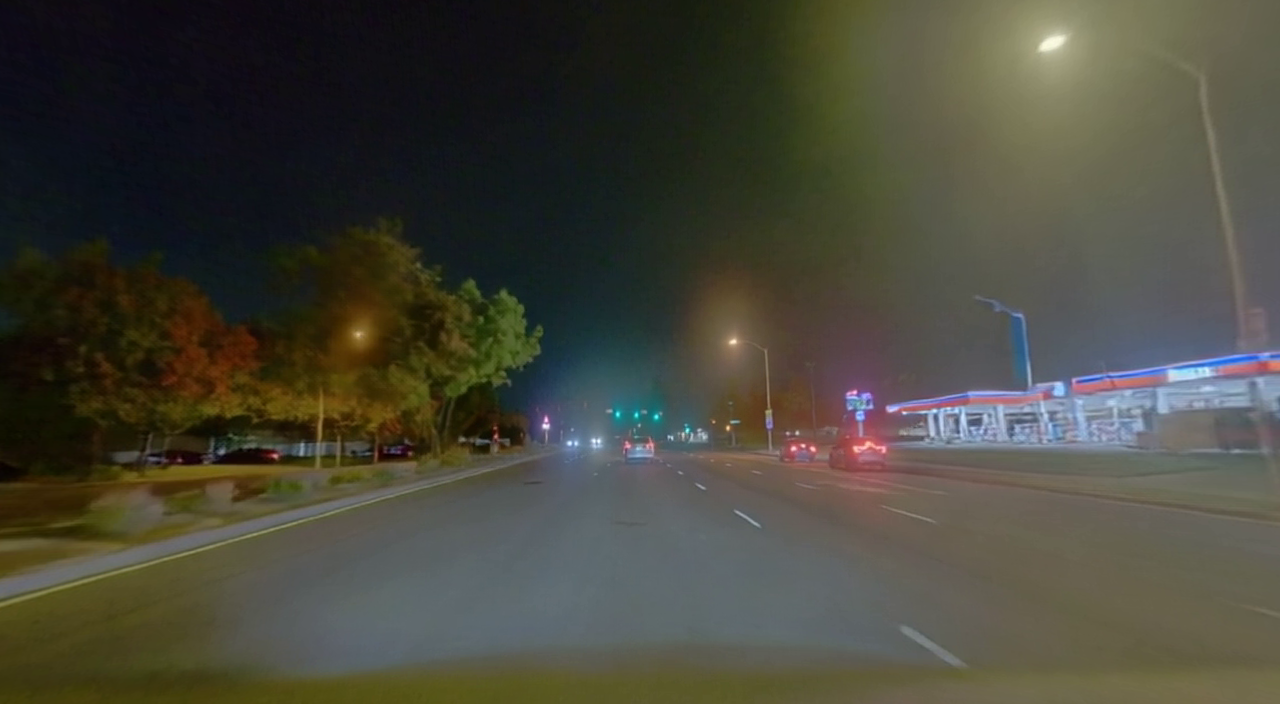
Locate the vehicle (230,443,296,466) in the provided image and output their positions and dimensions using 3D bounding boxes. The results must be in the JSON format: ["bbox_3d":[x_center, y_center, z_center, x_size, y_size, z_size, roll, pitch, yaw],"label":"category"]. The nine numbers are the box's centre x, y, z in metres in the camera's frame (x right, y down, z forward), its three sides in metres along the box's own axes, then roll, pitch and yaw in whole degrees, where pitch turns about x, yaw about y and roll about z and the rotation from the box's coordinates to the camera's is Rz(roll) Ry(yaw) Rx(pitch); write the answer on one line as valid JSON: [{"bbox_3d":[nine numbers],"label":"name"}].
[{"bbox_3d":[-28.679,7.783,47.856,4.749,1.666,1.859,-4,-9,25],"label":"vehicle"}]

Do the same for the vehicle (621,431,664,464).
[{"bbox_3d":[0.108,5.327,35.136,2.213,1.715,4.242,0,-8,0],"label":"vehicle"}]
